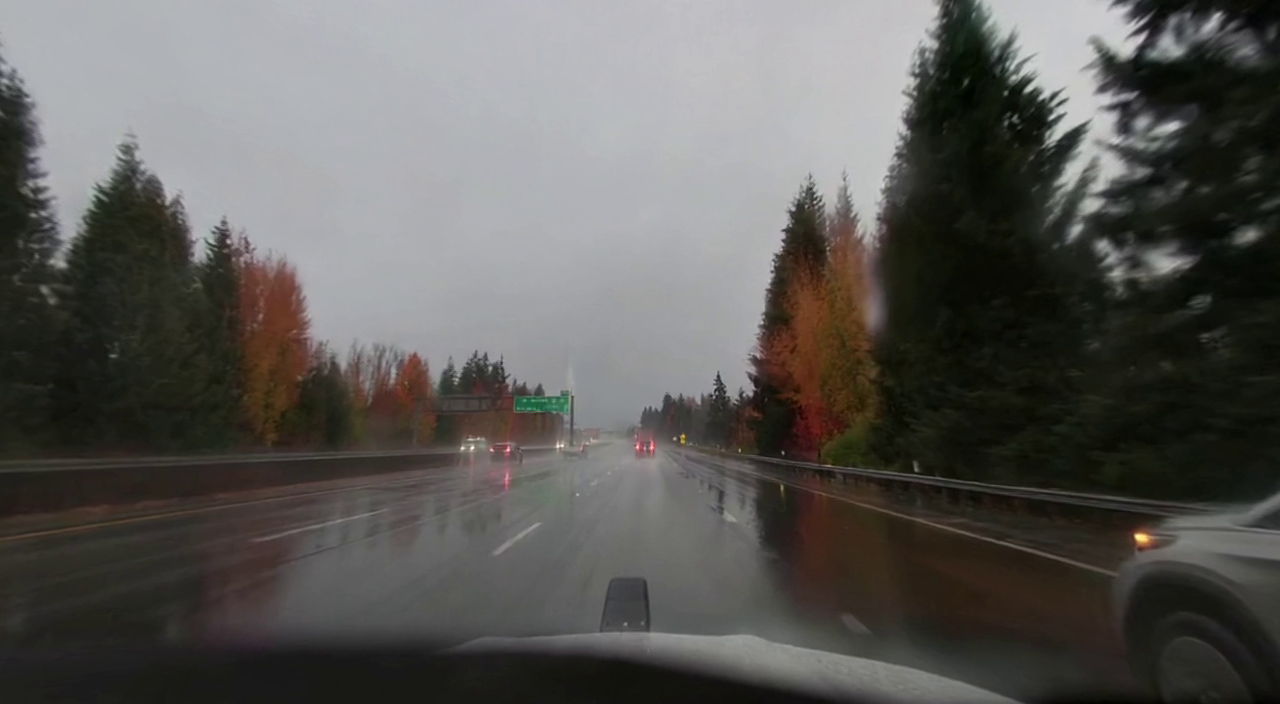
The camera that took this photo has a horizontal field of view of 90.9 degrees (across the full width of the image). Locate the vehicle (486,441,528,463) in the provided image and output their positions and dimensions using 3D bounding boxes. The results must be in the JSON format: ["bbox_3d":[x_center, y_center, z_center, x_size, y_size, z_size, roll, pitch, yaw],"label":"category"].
[{"bbox_3d":[-9.496,7.164,45.277,1.965,1.473,4.313,0,-8,2],"label":"vehicle"}]

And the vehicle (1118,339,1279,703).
[{"bbox_3d":[3.357,0.605,0.837,2.120,1.706,4.226,0,-8,1],"label":"vehicle"}]

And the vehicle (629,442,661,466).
[{"bbox_3d":[0.295,6.608,40.943,1.985,1.450,4.266,0,-8,0],"label":"vehicle"}]
